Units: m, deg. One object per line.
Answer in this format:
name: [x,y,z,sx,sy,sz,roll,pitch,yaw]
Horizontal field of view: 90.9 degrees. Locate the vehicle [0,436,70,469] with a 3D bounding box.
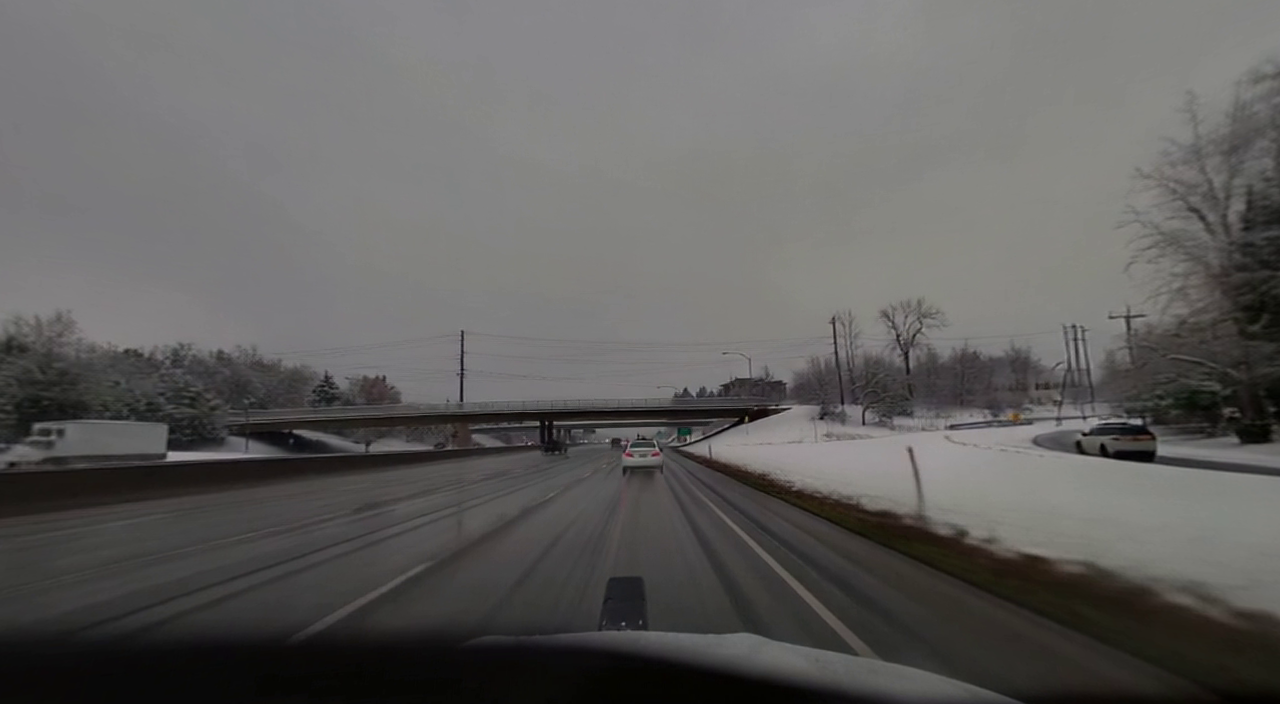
vehicle: [-44.651,7.176,45.241,2.857,2.170,4.763,-1,-8,1]

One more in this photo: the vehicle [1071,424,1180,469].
vehicle: [21.016,4.116,27.570,2.095,1.674,4.530,1,-8,15]

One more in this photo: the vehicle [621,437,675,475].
vehicle: [0.340,4.472,27.322,2.145,1.493,4.146,0,-8,0]
